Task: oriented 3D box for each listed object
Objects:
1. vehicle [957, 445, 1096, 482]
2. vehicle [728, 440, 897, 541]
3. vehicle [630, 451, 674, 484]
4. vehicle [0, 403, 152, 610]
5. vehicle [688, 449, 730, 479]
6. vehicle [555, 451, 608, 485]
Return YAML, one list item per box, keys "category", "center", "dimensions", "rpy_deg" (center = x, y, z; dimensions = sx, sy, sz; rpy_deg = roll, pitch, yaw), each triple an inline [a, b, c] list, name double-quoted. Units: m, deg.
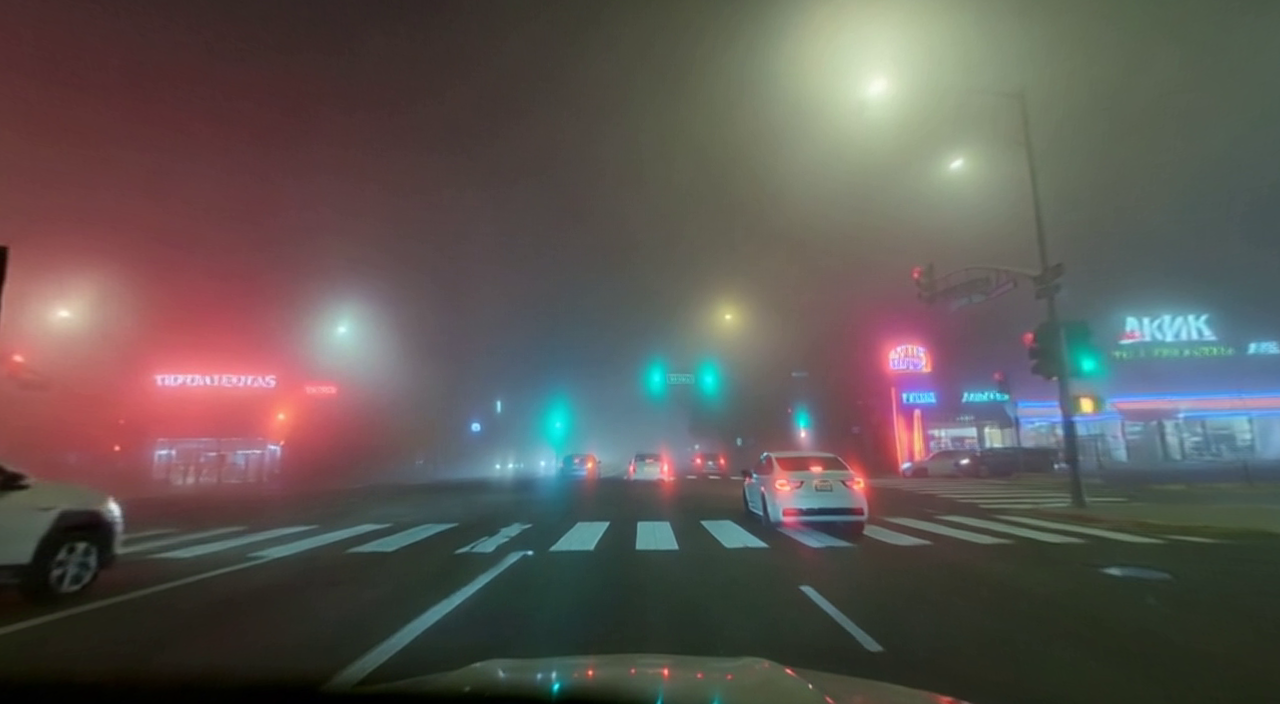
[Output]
- category: "vehicle"
  center: [15.758, 4.564, 25.877]
  dimensions: [4.481, 1.427, 1.830]
  rpy_deg: [0, -8, -1]
- category: "vehicle"
  center: [2.921, 2.421, 11.726]
  dimensions: [1.946, 1.513, 4.133]
  rpy_deg: [0, -8, 0]
- category: "vehicle"
  center: [0.579, 5.696, 31.359]
  dimensions: [2.070, 1.460, 4.118]
  rpy_deg: [0, -8, 0]
- category: "vehicle"
  center: [-6.668, 1.277, 4.964]
  dimensions: [2.058, 1.804, 4.391]
  rpy_deg: [0, -8, 0]
- category: "vehicle"
  center: [3.942, 6.445, 36.446]
  dimensions: [1.931, 1.552, 4.125]
  rpy_deg: [0, -8, 0]
- category: "vehicle"
  center: [-2.800, 5.699, 31.232]
  dimensions: [2.040, 1.471, 4.211]
  rpy_deg: [-1, -8, 2]
